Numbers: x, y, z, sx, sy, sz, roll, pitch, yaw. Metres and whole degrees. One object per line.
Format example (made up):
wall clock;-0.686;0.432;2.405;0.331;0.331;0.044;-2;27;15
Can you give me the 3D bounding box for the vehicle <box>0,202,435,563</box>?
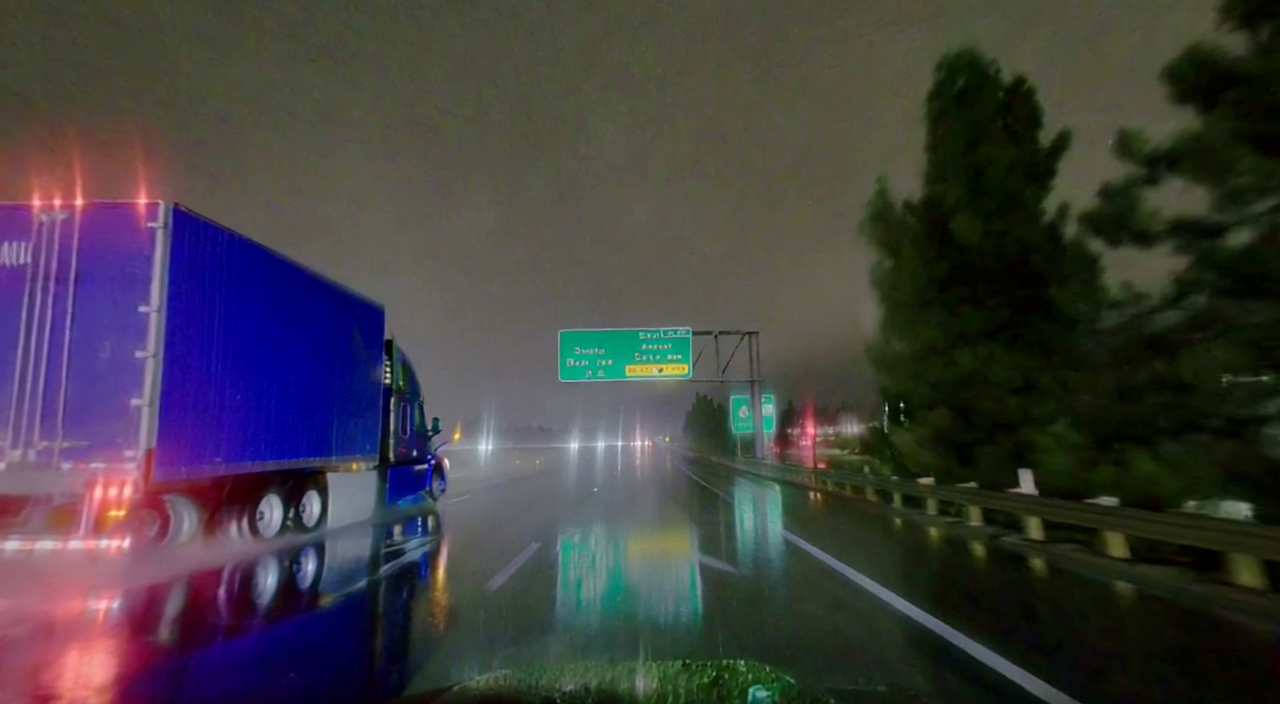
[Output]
vehicle;-6.773;0.893;11.162;2.996;3.947;8.600;0;-9;2
